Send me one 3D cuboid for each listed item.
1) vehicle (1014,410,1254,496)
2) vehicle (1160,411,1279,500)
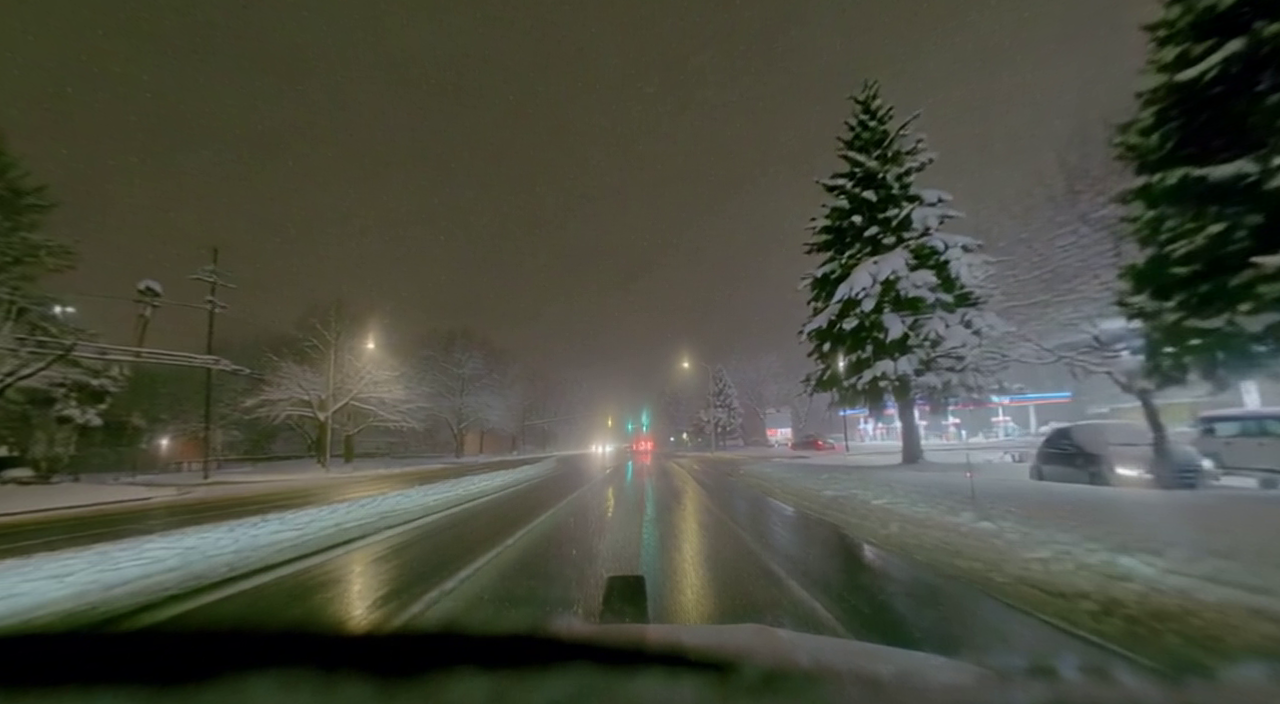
[{"bbox_3d":[12.354,2.575,16.390,1.983,1.727,5.085,-4,-8,-1],"label":"vehicle"},{"bbox_3d":[12.026,1.840,11.222,1.812,1.517,4.424,0,-8,1],"label":"vehicle"}]
